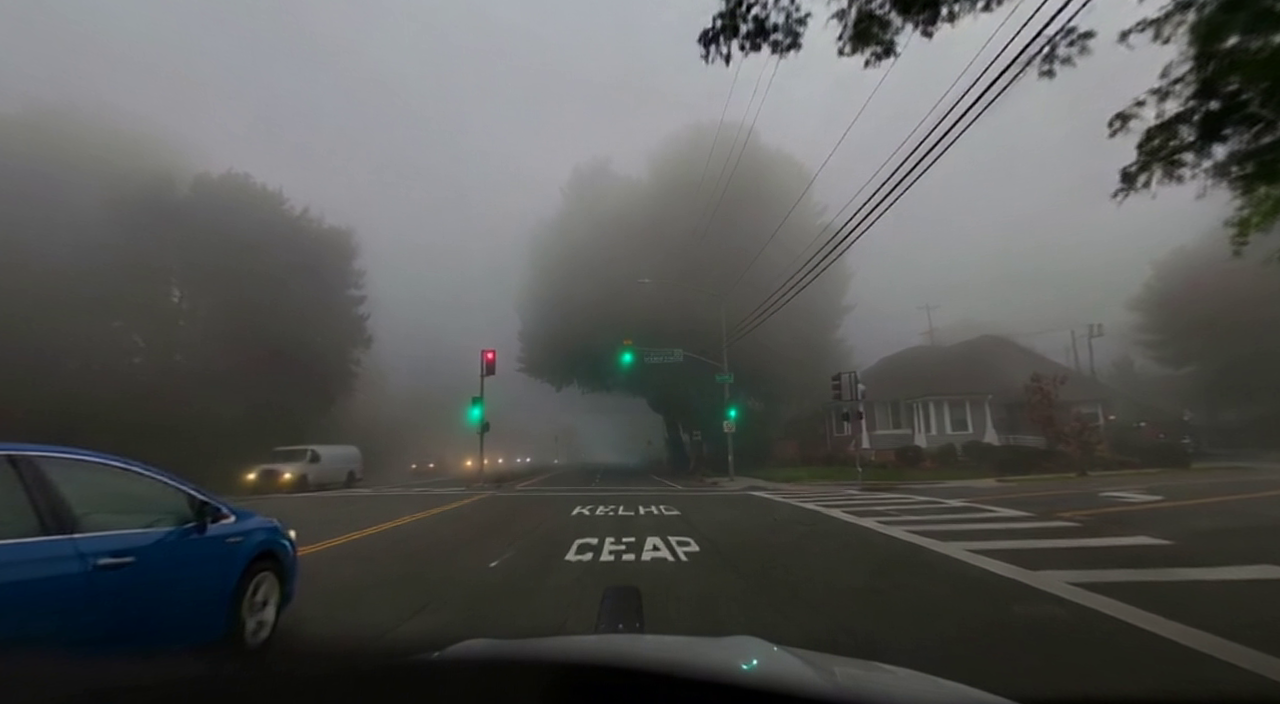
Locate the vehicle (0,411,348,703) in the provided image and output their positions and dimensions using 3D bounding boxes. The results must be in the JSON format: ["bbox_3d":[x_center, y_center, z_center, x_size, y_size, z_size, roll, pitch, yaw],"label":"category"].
[{"bbox_3d":[-3.662,1.122,3.400,1.980,1.508,4.502,0,-8,0],"label":"vehicle"}]
